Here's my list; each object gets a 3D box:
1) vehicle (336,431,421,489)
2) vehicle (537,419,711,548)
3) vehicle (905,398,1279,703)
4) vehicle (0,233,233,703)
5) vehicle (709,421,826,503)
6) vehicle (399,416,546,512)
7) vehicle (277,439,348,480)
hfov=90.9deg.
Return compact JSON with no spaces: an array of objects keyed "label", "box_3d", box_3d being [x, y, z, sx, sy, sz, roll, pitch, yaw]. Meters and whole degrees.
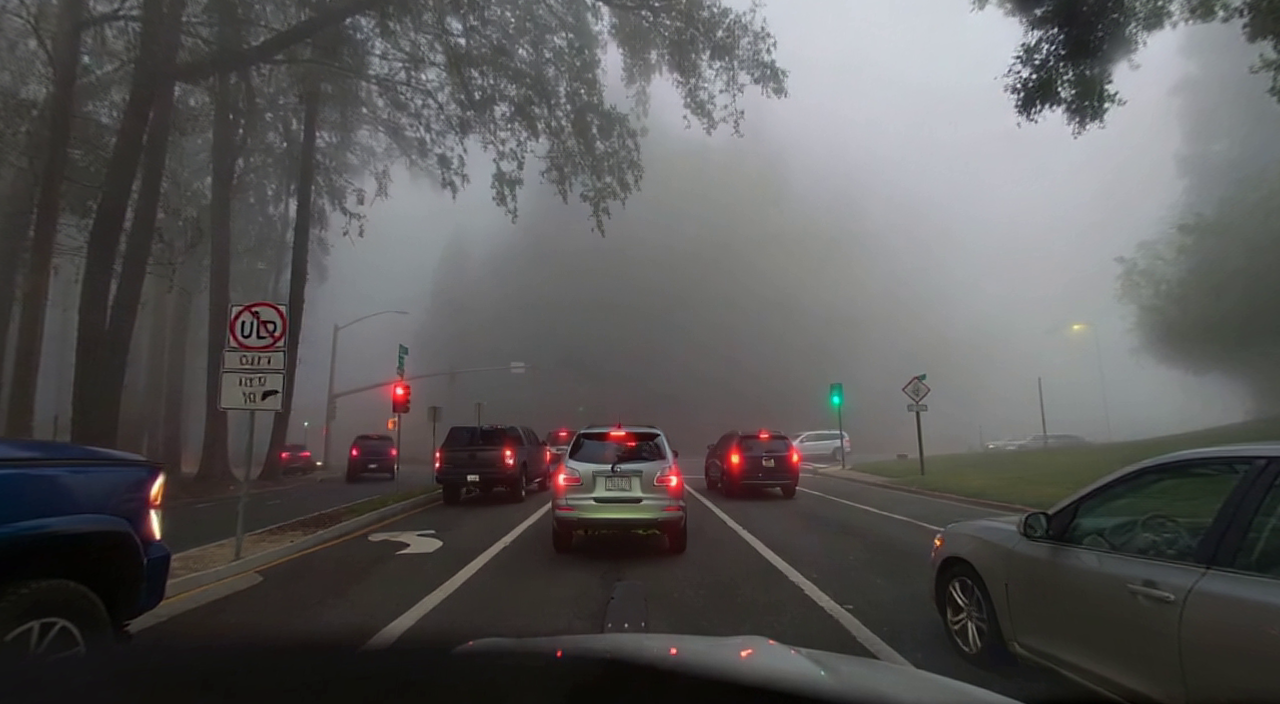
[{"label":"vehicle","box_3d":[-9.081,3.750,22.297,2.088,1.787,4.728,2,-9,-15]},{"label":"vehicle","box_3d":[-0.218,1.935,9.886,2.194,1.607,3.690,0,-8,0]},{"label":"vehicle","box_3d":[3.014,0.963,2.511,1.874,1.477,4.698,0,-8,0]},{"label":"vehicle","box_3d":[-3.477,0.360,0.310,2.656,2.021,5.800,0,-8,0]},{"label":"vehicle","box_3d":[3.140,2.839,16.636,2.102,1.841,4.587,0,-8,0]},{"label":"vehicle","box_3d":[-3.622,2.529,14.667,2.089,1.857,4.488,0,-8,1]},{"label":"vehicle","box_3d":[-16.092,5.183,30.819,2.256,1.799,4.831,6,-10,-36]}]
